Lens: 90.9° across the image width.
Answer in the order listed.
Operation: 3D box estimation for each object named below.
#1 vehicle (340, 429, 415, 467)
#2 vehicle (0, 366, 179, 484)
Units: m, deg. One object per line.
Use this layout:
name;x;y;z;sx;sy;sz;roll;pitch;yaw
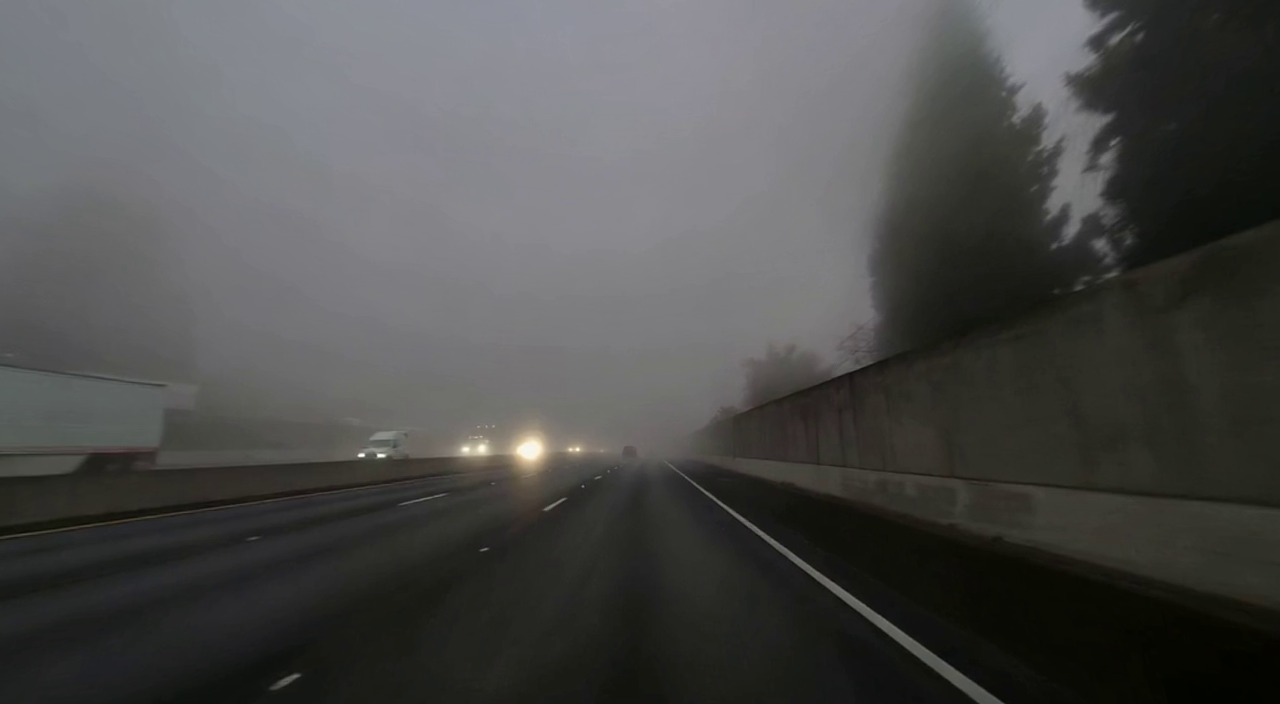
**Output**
vehicle;-18.367;6.794;44.494;2.518;2.459;5.886;0;-9;2
vehicle;-23.193;2.441;21.101;3.681;3.888;15.270;0;-9;1
